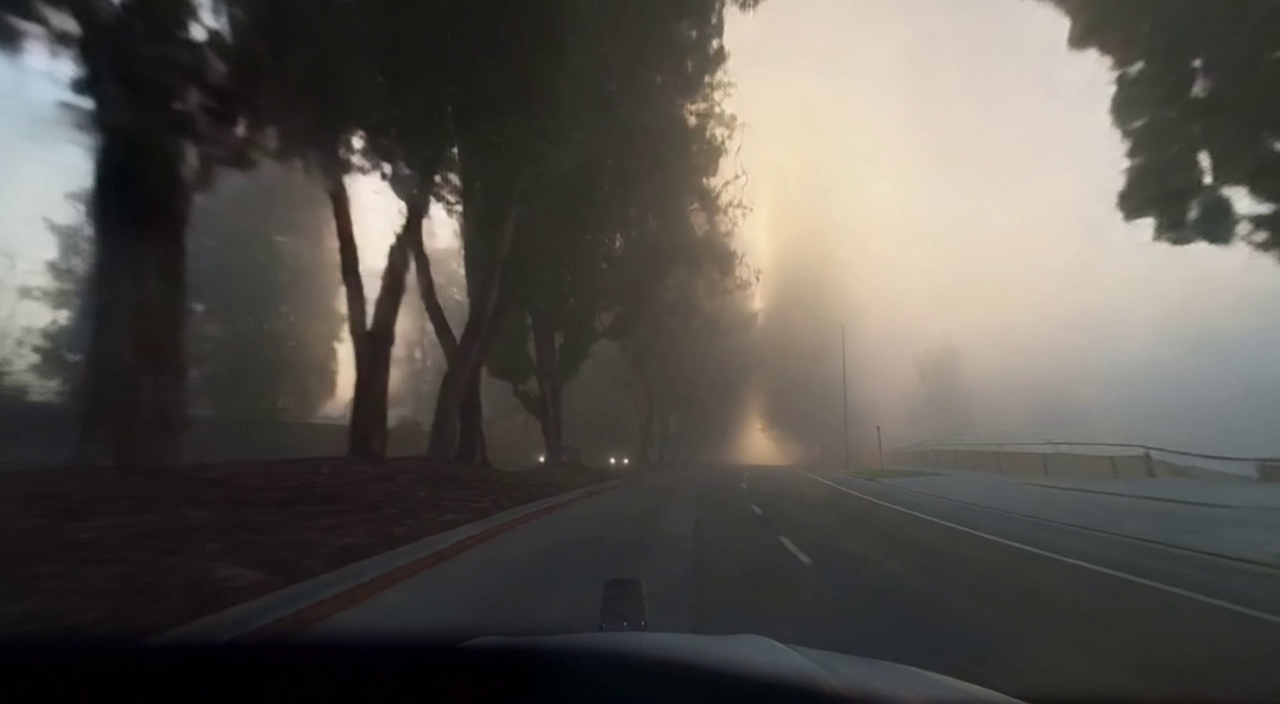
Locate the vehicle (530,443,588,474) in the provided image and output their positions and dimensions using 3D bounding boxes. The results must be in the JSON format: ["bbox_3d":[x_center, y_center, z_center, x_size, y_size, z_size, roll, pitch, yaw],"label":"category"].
[{"bbox_3d":[-5.123,6.809,40.532,2.276,1.805,4.984,-2,-9,10],"label":"vehicle"}]
